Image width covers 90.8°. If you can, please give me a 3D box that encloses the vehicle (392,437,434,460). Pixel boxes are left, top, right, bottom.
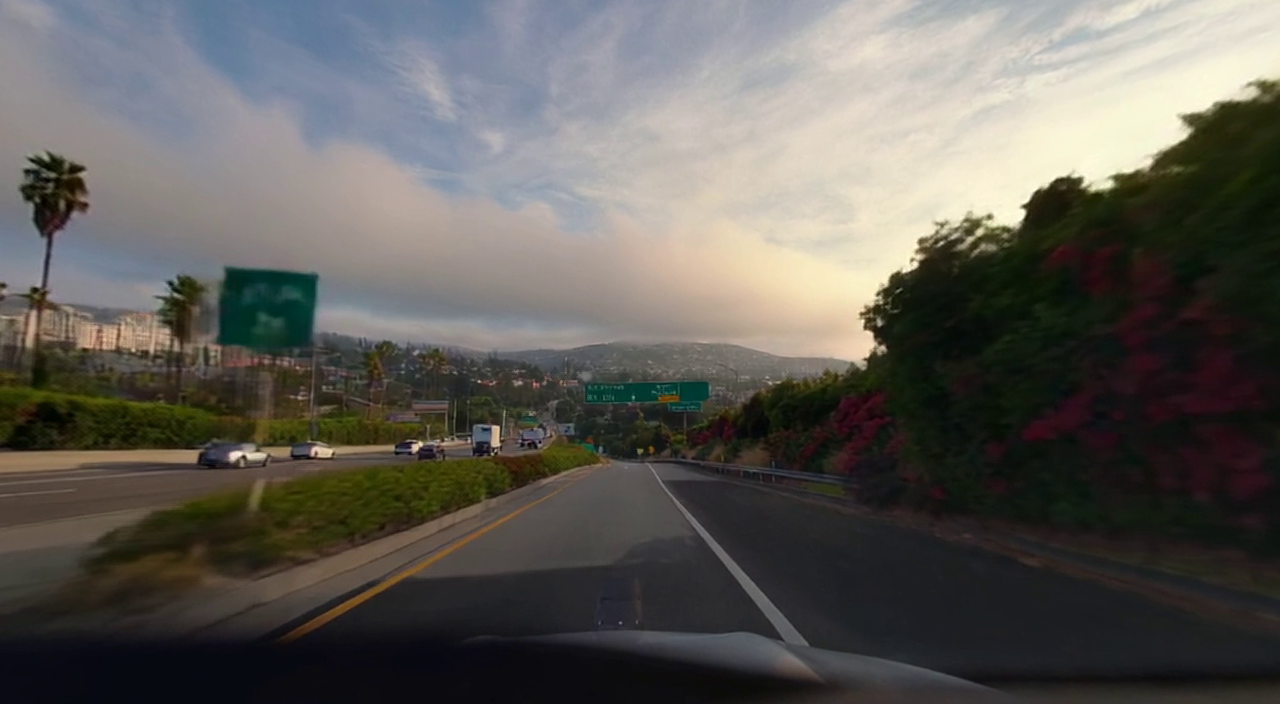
[{"bbox_3d":[-17.596,7.481,49.083,1.919,1.658,4.084,0,-9,-3],"label":"vehicle"}]

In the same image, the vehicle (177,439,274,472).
[{"bbox_3d":[-20.498,5.141,31.511,1.933,1.496,4.516,0,-9,-3],"label":"vehicle"}]

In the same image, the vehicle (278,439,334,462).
[{"bbox_3d":[-25.104,7.412,47.679,1.998,1.648,4.495,0,-9,-3],"label":"vehicle"}]
